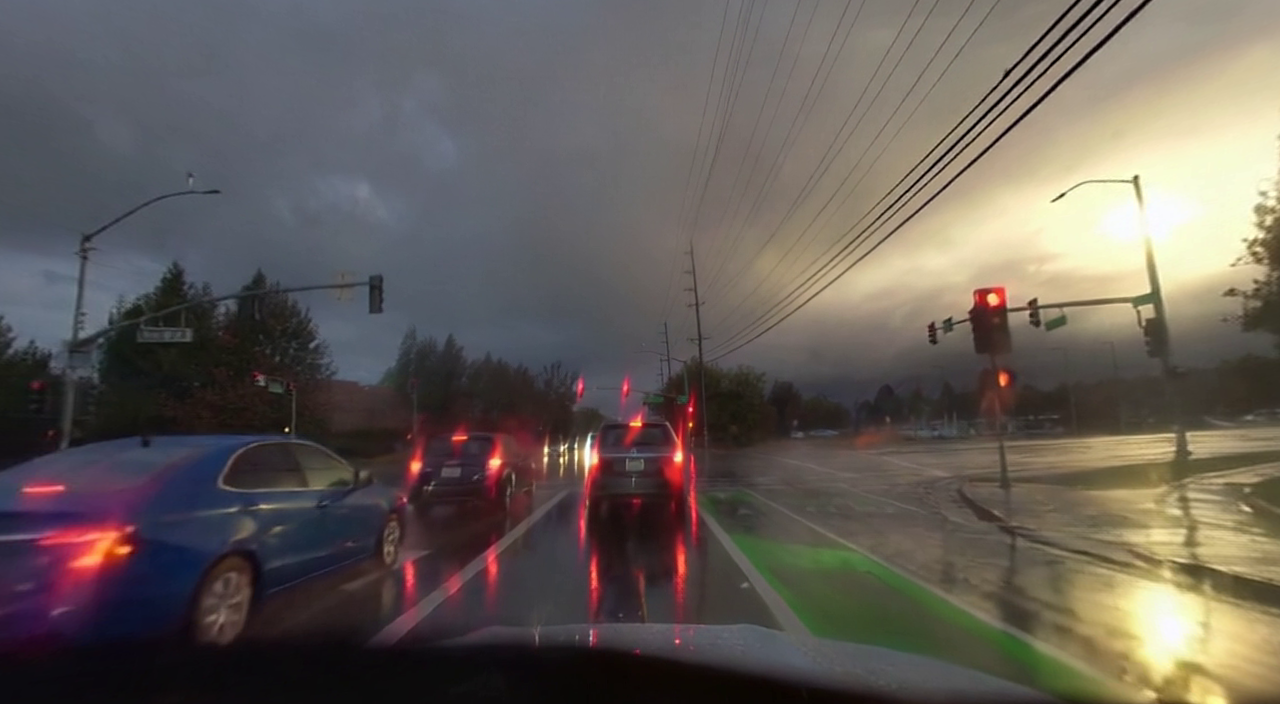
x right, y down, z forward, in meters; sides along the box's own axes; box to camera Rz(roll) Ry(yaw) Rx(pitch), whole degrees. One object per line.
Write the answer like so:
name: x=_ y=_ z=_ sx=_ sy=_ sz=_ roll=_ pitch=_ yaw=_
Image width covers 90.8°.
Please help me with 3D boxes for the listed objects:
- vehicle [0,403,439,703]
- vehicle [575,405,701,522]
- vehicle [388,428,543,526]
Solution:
vehicle: x=-3.505 y=1.273 z=4.978 sx=2.138 sy=1.488 sz=5.327 roll=0 pitch=-7 yaw=-1
vehicle: x=-0.075 y=2.234 z=12.957 sx=2.036 sy=1.885 sz=5.196 roll=0 pitch=-9 yaw=-1
vehicle: x=-3.001 y=2.247 z=11.755 sx=1.726 sy=1.506 sz=3.840 roll=0 pitch=-9 yaw=1
